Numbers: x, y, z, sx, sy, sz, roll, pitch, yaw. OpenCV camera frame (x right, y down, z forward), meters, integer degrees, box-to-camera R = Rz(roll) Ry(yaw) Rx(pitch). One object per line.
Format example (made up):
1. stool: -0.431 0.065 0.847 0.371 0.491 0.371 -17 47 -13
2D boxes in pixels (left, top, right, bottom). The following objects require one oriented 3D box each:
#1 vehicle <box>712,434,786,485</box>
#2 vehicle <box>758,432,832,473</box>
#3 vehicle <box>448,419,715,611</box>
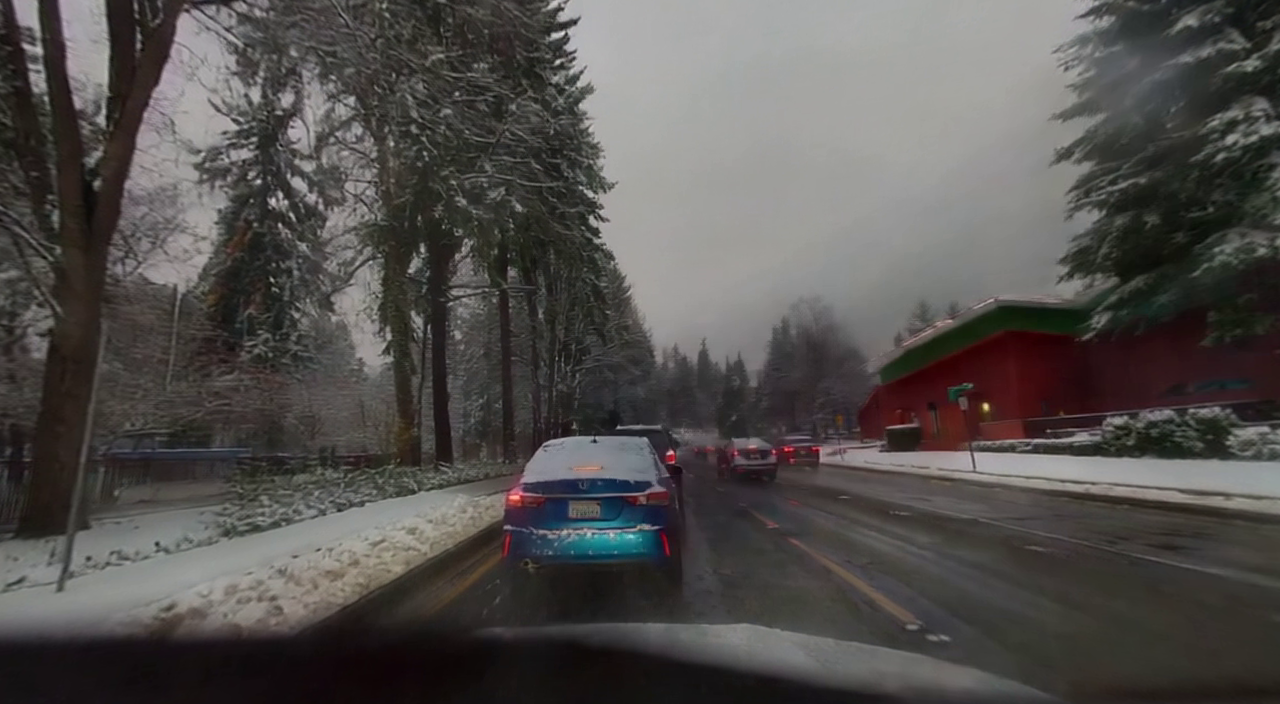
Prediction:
1. vehicle: 3.852 3.873 22.924 1.946 1.648 4.230 0 -8 0
2. vehicle: 7.517 4.949 31.044 2.253 1.854 5.409 0 -8 0
3. vehicle: -0.472 1.592 7.055 2.111 1.506 4.018 0 -8 0
